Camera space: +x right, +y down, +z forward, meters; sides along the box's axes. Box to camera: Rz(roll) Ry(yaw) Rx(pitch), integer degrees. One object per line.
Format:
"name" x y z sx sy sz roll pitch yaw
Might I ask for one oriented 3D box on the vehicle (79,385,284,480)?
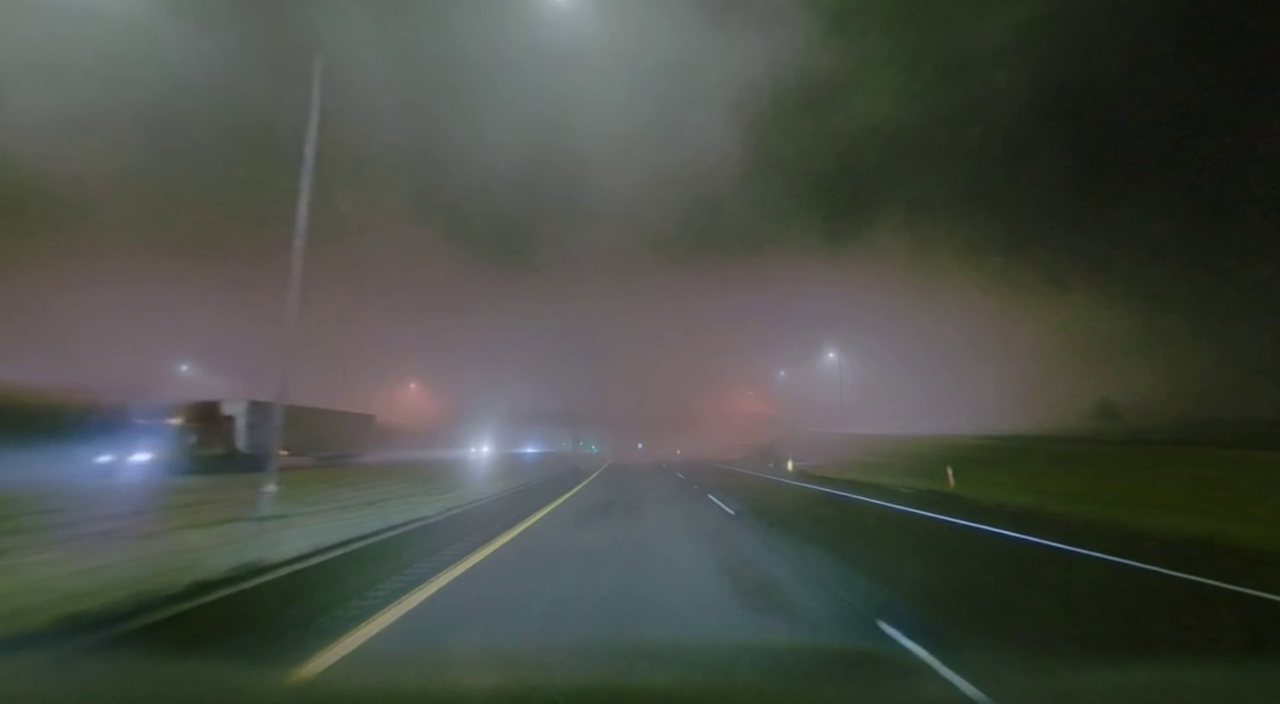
"vehicle" -21.996 4.050 31.227 3.659 4.028 8.491 0 -8 0
